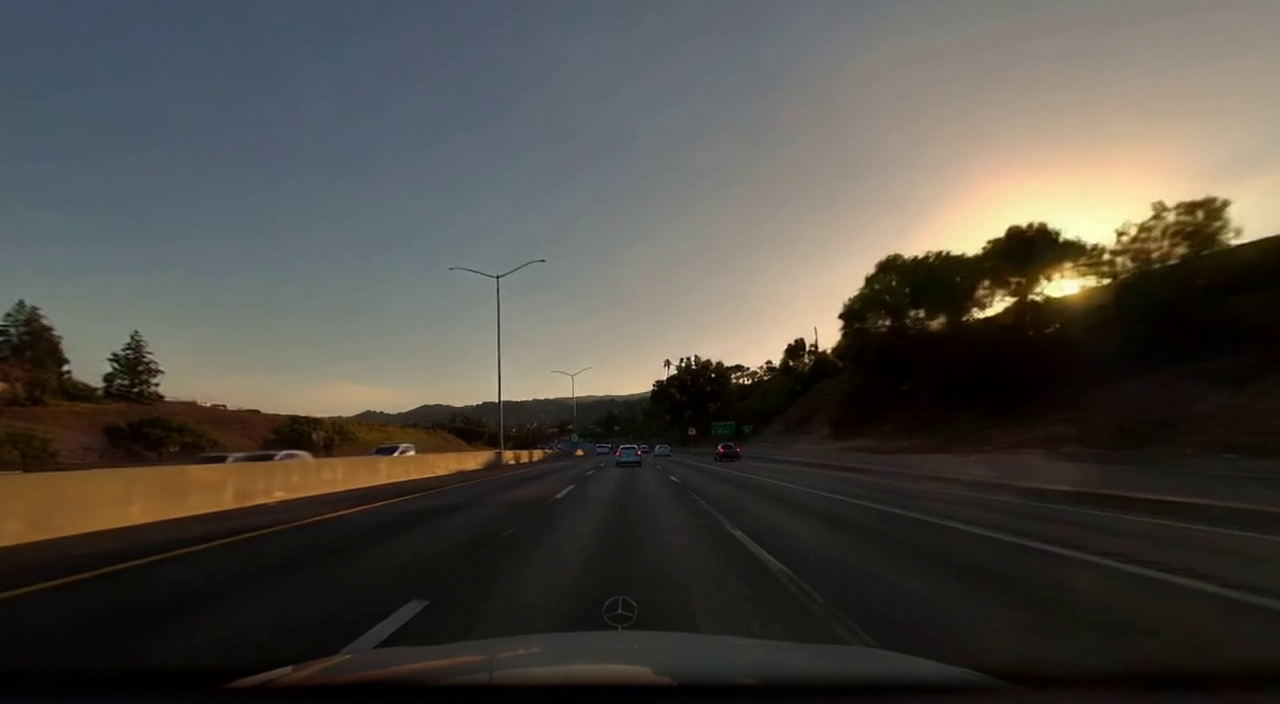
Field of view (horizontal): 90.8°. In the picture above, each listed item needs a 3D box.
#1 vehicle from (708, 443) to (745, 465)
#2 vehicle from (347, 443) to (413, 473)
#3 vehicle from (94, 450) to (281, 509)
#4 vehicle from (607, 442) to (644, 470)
[{"bbox_3d":[6.326,7.483,46.564,1.935,1.478,4.433,0,-9,-3],"label":"vehicle"},{"bbox_3d":[-17.463,7.127,42.785,2.187,1.925,5.431,0,-9,-1],"label":"vehicle"},{"bbox_3d":[-13.206,3.720,18.930,2.147,1.491,4.725,0,-8,-1],"label":"vehicle"},{"bbox_3d":[-0.833,5.970,36.445,1.985,1.457,4.227,0,-8,-2],"label":"vehicle"}]
